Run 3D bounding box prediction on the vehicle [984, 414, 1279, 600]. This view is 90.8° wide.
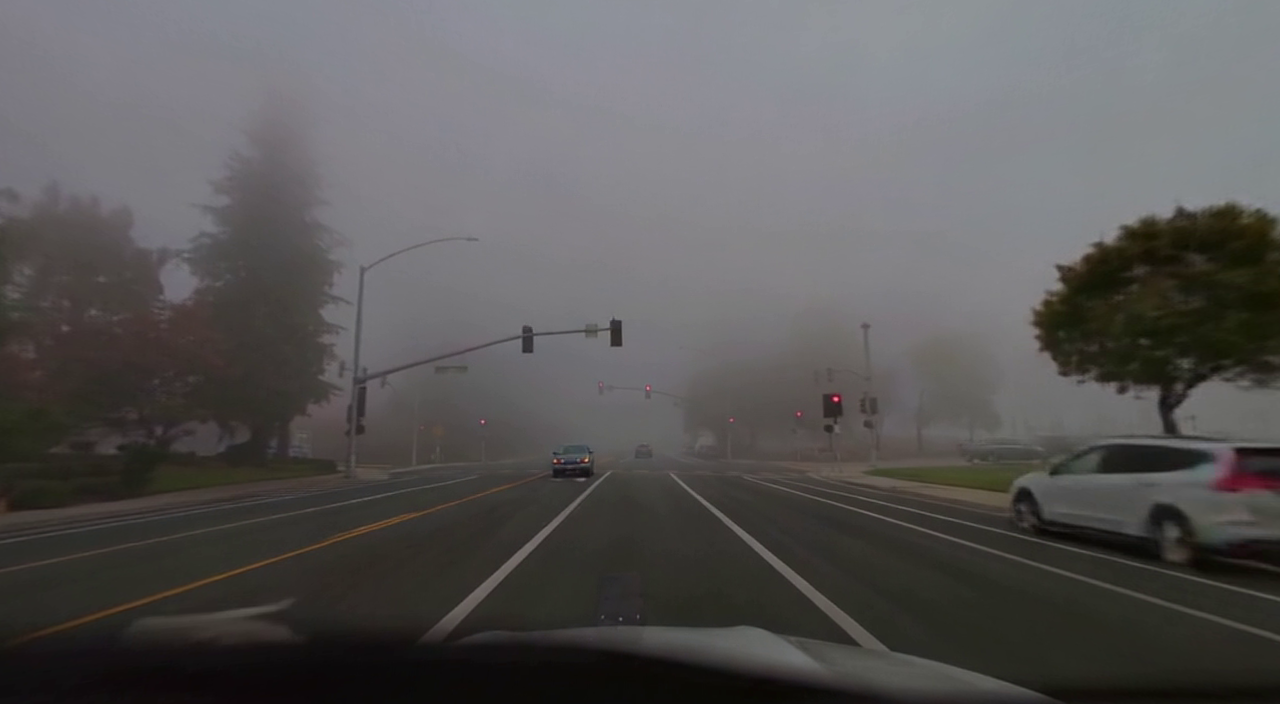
[{"bbox_3d":[7.235,1.868,8.653,2.132,1.793,5.003,0,-8,-1],"label":"vehicle"}]

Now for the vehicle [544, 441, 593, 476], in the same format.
[{"bbox_3d":[-3.331,5.051,30.275,1.915,1.553,3.846,0,-8,0],"label":"vehicle"}]
